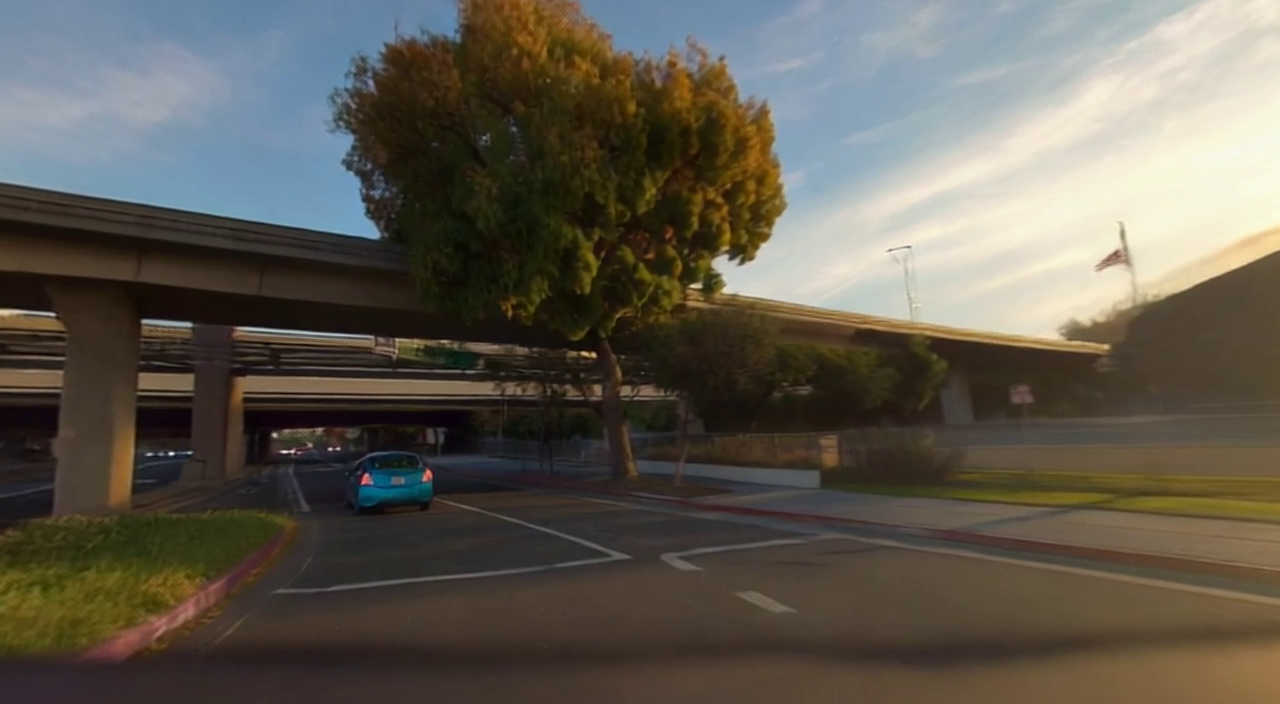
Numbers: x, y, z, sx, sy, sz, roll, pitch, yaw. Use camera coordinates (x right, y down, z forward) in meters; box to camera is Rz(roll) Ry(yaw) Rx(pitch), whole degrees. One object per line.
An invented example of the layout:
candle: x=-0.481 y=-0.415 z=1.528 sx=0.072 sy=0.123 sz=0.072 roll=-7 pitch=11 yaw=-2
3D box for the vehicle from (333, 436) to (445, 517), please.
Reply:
vehicle: x=-5.927 y=2.773 z=14.610 sx=1.976 sy=1.584 sz=3.772 roll=4 pitch=-10 yaw=-27

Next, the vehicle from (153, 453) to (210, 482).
vehicle: x=-27.747 y=6.955 z=38.253 sx=2.009 sy=1.523 sz=4.641 roll=4 pitch=-10 yaw=-27
